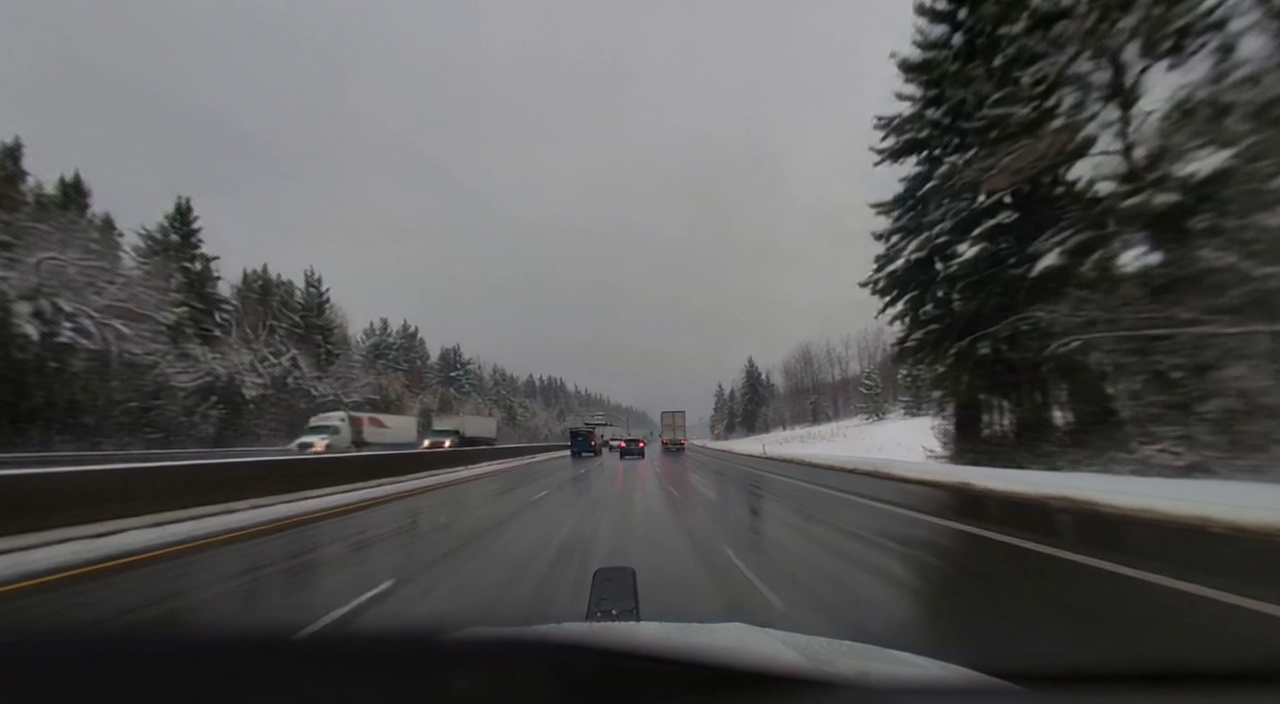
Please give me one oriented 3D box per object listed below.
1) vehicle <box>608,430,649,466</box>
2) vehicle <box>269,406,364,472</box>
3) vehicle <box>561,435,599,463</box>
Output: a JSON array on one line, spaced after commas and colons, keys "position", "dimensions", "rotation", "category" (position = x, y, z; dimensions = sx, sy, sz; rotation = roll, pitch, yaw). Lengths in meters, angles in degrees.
[{"position": [-0.643, 5.512, 36.332], "dimensions": [2.211, 1.933, 4.315], "rotation": [0, -8, -1], "category": "vehicle"}, {"position": [-21.345, 5.812, 41.975], "dimensions": [3.017, 4.001, 5.969], "rotation": [-1, -8, 0], "category": "vehicle"}, {"position": [-3.978, 6.510, 42.286], "dimensions": [2.047, 1.757, 4.183], "rotation": [-1, -8, 1], "category": "vehicle"}]
